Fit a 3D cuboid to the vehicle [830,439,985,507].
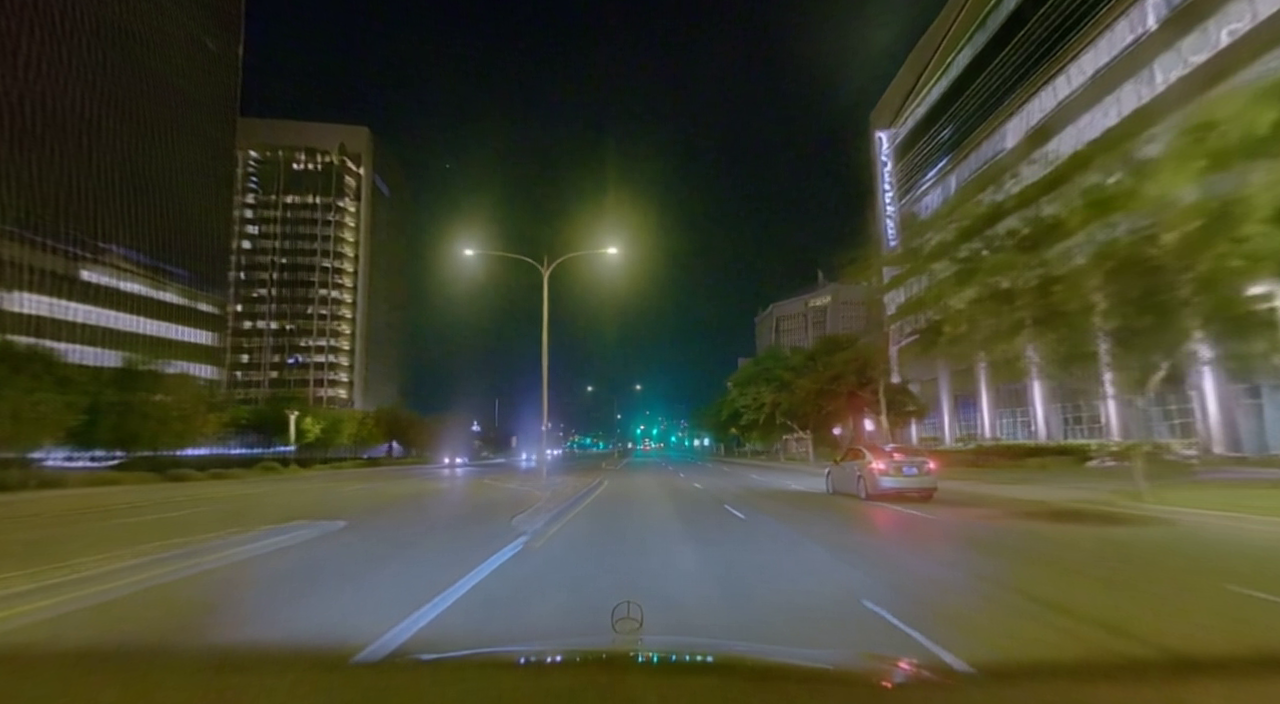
[{"bbox_3d":[6.726,3.069,16.570,1.913,1.504,4.738,0,-9,-1],"label":"vehicle"}]
